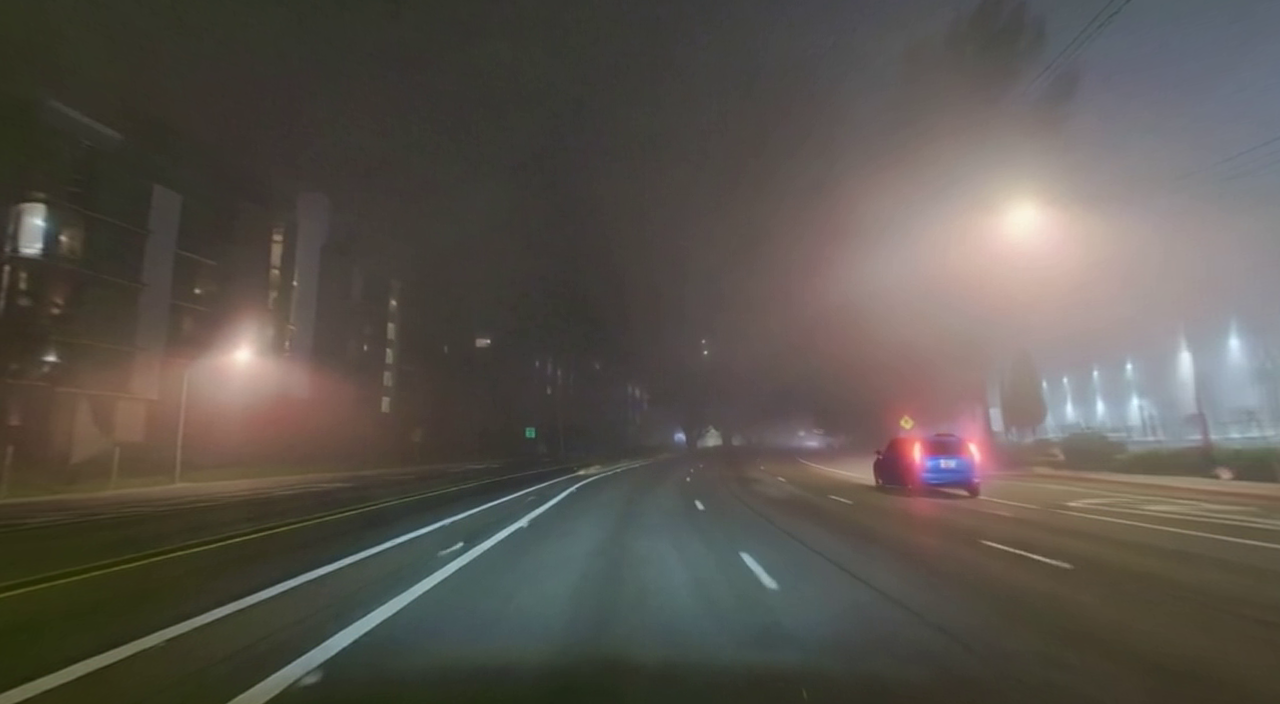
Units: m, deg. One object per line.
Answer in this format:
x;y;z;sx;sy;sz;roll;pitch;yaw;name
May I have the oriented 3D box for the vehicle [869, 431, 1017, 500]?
7.296;2.753;15.653;1.908;1.476;3.880;-1;-9;3;vehicle
